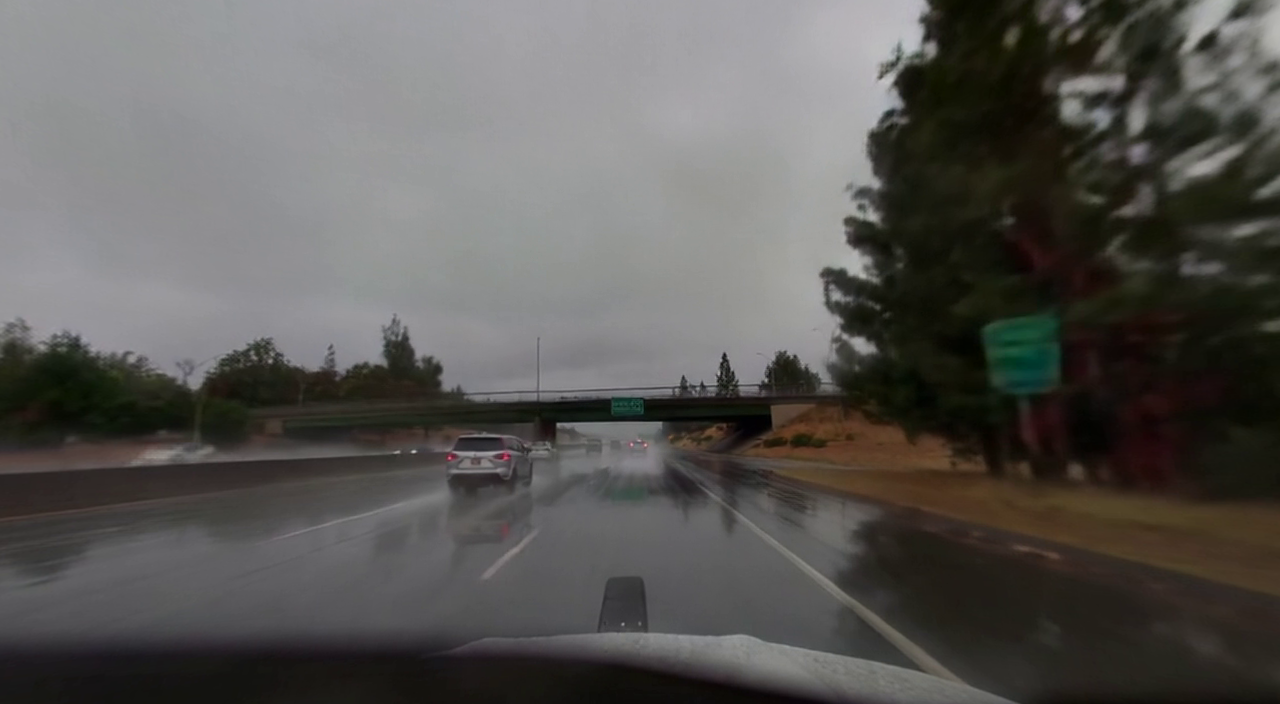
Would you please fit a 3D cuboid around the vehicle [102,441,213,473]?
[{"bbox_3d":[-26.312,5.717,34.541,1.958,1.622,5.191,0,-8,1],"label":"vehicle"}]

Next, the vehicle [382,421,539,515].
[{"bbox_3d":[-3.648,2.454,13.764,2.048,1.705,4.384,0,-8,1],"label":"vehicle"}]
